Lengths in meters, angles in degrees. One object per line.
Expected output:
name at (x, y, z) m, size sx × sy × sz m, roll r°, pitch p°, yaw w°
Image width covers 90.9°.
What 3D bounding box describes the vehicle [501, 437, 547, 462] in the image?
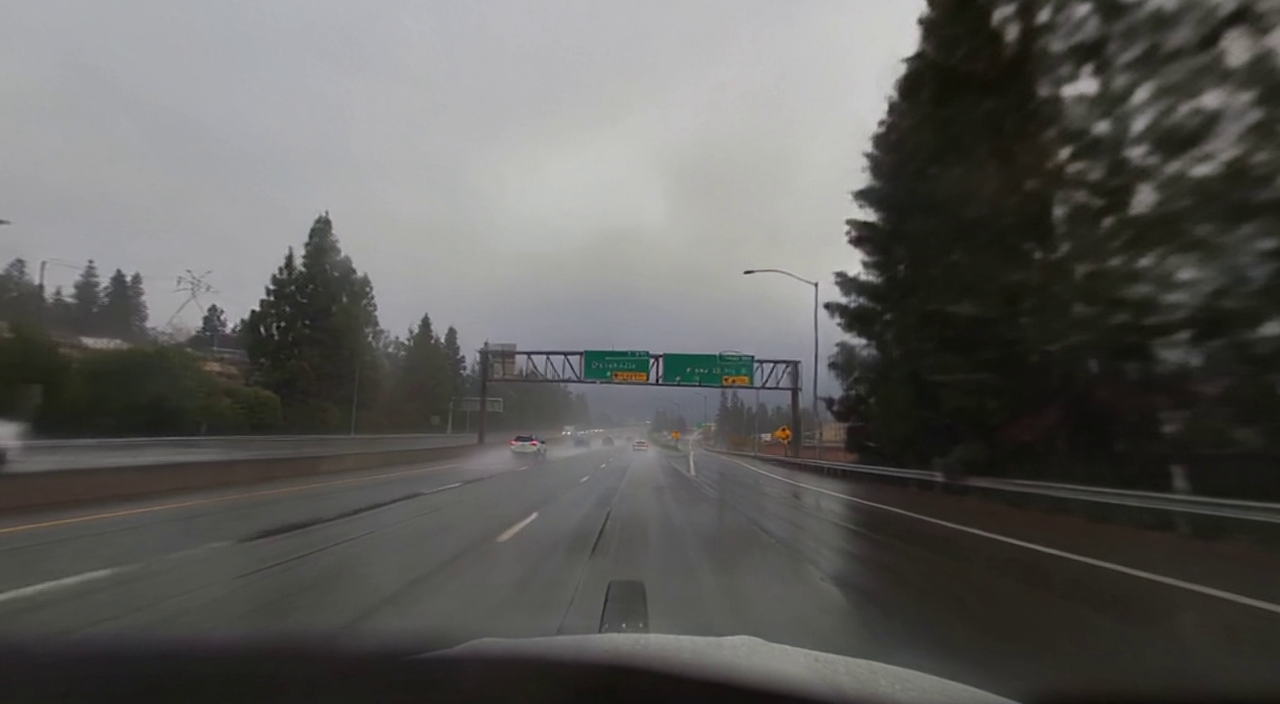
vehicle at (-7.393, 6.265, 40.510) m, size 2.025 × 1.494 × 4.495 m, roll 0°, pitch -8°, yaw 1°
